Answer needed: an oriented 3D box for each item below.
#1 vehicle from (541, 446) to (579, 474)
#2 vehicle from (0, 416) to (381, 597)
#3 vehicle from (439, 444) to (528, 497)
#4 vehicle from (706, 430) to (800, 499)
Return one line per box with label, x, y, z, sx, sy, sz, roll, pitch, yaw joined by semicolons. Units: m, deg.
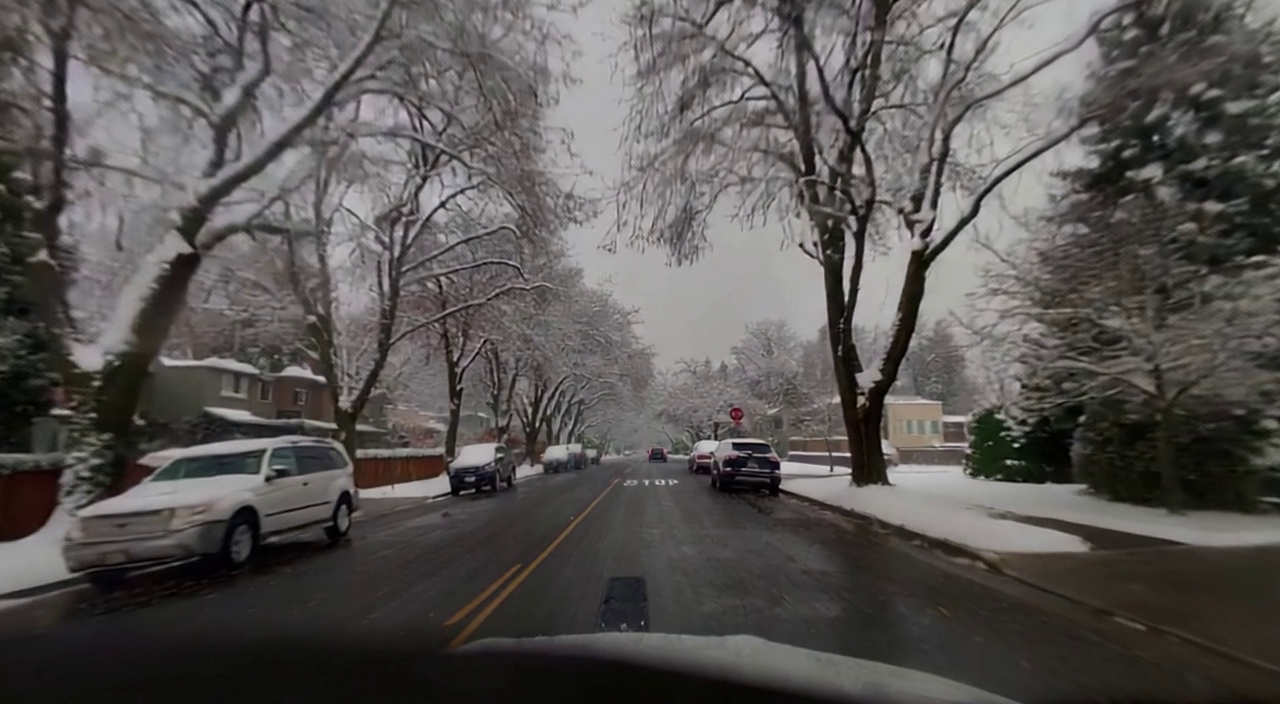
vehicle;-4.934;6.713;39.514;1.955;1.659;4.324;0;-8;-2
vehicle;-5.762;1.965;8.947;2.165;1.758;4.701;-3;-9;1
vehicle;-5.469;4.173;22.739;2.007;1.709;4.502;0;-8;1
vehicle;3.280;3.381;19.394;2.117;1.807;4.964;0;-8;2
